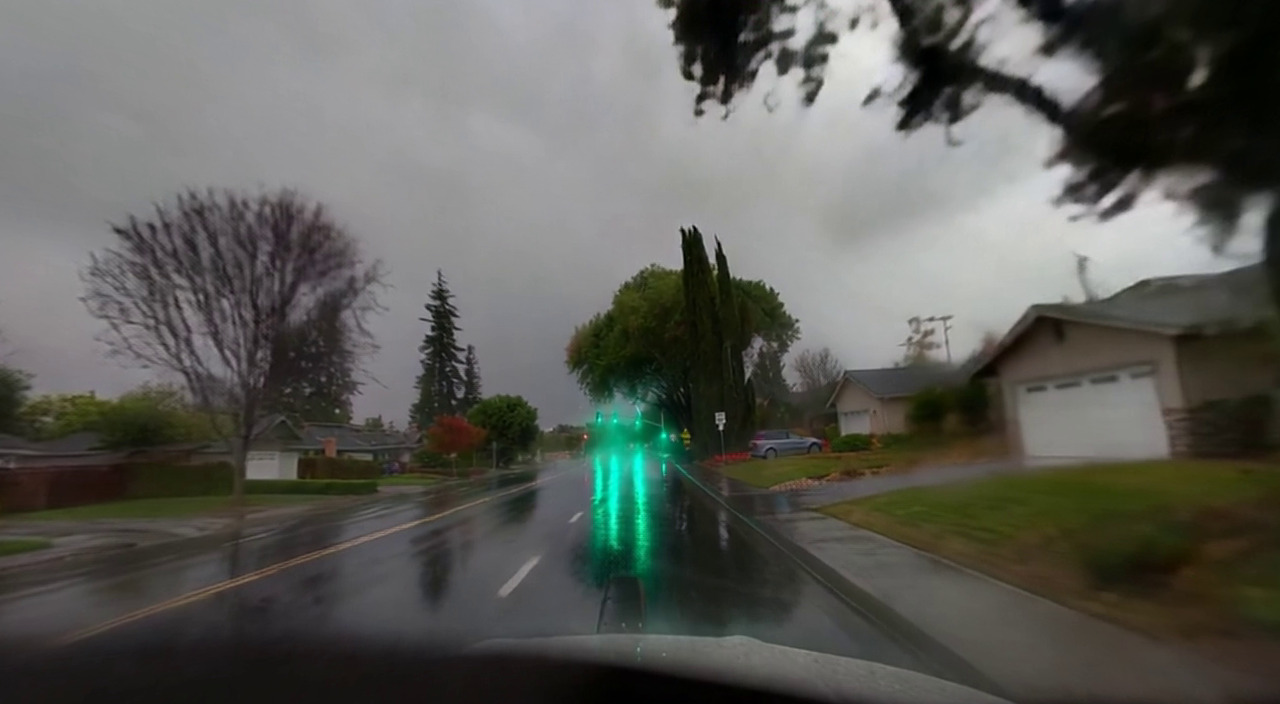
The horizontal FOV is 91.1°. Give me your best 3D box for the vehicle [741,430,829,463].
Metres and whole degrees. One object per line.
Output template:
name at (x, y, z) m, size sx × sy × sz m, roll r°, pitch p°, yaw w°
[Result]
vehicle at (8.466, 5.523, 36.766) m, size 4.636 × 1.823 × 1.997 m, roll 3°, pitch -9°, yaw -18°
